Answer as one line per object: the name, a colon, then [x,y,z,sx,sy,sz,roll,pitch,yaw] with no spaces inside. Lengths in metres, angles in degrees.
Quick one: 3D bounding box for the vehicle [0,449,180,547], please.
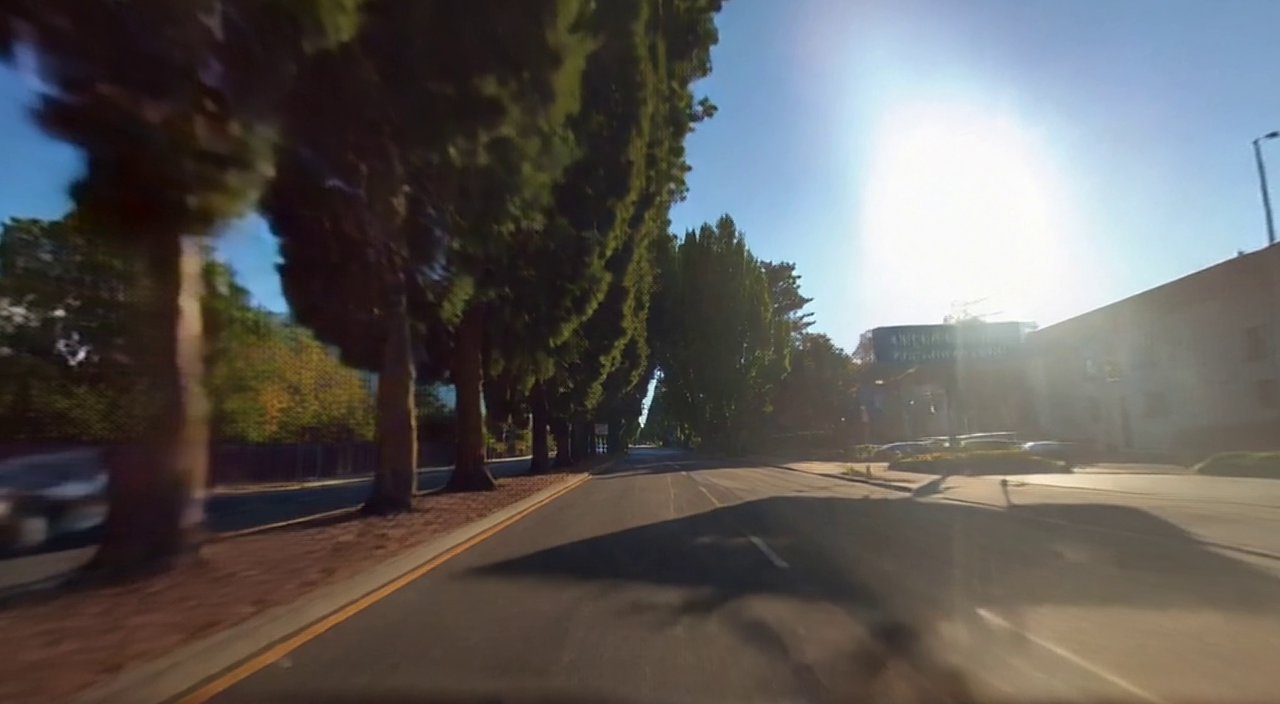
vehicle: [-10.802,2.500,11.288,1.825,1.473,4.357,0,-8,1]
